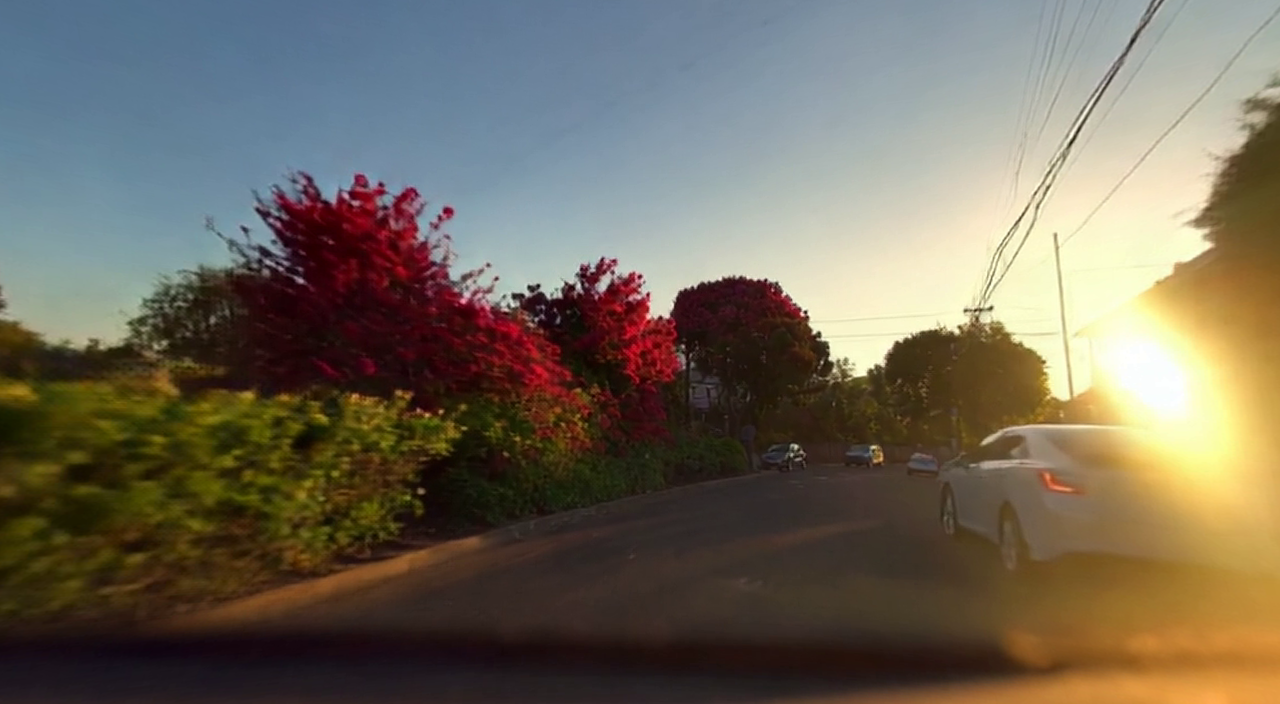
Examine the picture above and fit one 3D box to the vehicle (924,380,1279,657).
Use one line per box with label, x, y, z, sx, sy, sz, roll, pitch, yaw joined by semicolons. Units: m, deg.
vehicle;4.974;1.570;7.182;2.311;1.909;5.570;-2;-9;16
